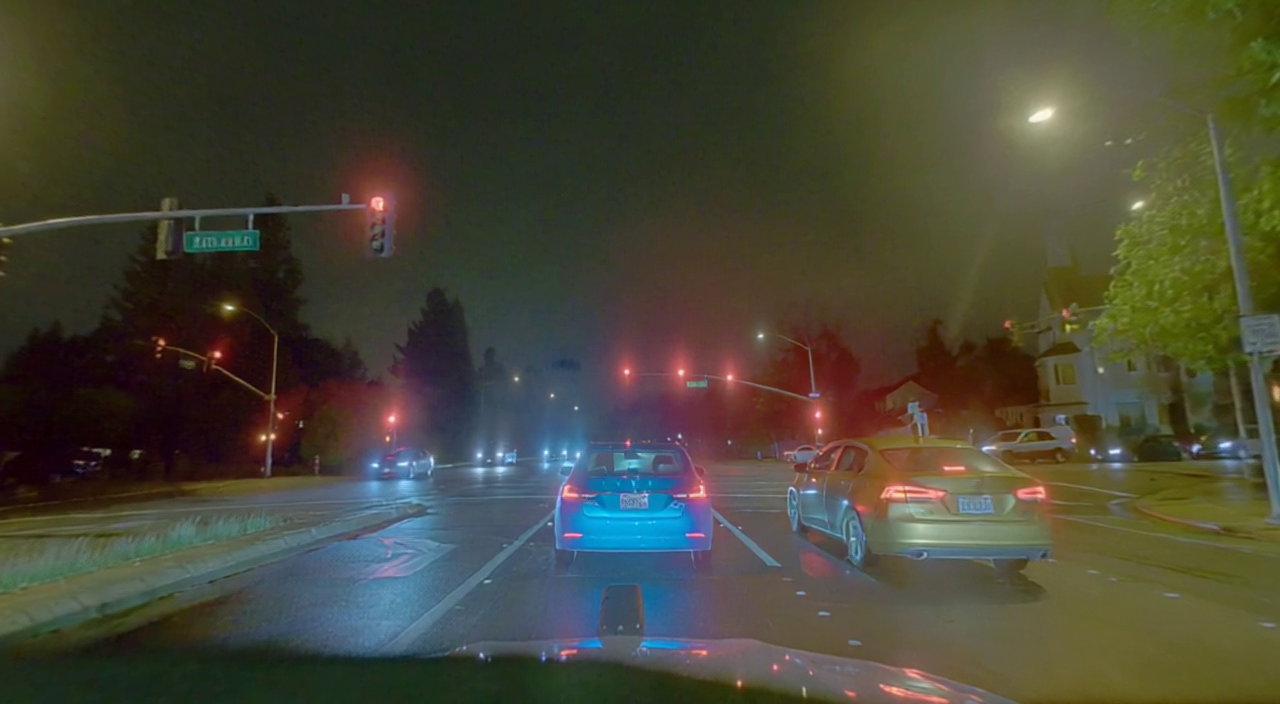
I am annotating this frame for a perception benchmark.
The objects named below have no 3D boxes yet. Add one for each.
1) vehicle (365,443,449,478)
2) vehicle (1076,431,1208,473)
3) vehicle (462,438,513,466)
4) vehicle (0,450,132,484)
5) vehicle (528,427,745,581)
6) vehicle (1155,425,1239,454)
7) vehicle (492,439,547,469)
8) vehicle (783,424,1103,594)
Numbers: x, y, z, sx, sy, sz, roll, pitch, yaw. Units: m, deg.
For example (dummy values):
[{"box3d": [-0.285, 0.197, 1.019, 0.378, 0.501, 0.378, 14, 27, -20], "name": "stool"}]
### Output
[{"box3d": [-11.273, 5.271, 31.029, 2.102, 1.531, 5.072, 0, -8, 2], "name": "vehicle"}, {"box3d": [23.995, 4.777, 30.311, 4.520, 1.762, 2.005, -2, -8, -1], "name": "vehicle"}, {"box3d": [-10.941, 7.232, 45.765, 2.376, 1.916, 4.899, 0, -8, 1], "name": "vehicle"}, {"box3d": [-28.121, 5.611, 31.049, 4.538, 1.591, 1.949, 0, -8, 1], "name": "vehicle"}, {"box3d": [-0.054, 1.783, 8.248, 2.103, 1.478, 4.073, 0, -8, -1], "name": "vehicle"}, {"box3d": [41.705, 6.583, 47.352, 4.388, 2.079, 1.960, 0, -8, -2], "name": "vehicle"}, {"box3d": [-7.433, 6.342, 39.472, 2.383, 1.779, 4.973, 0, -8, 1], "name": "vehicle"}, {"box3d": [3.183, 1.714, 7.770, 1.913, 1.505, 4.097, 0, -8, 0], "name": "vehicle"}]
